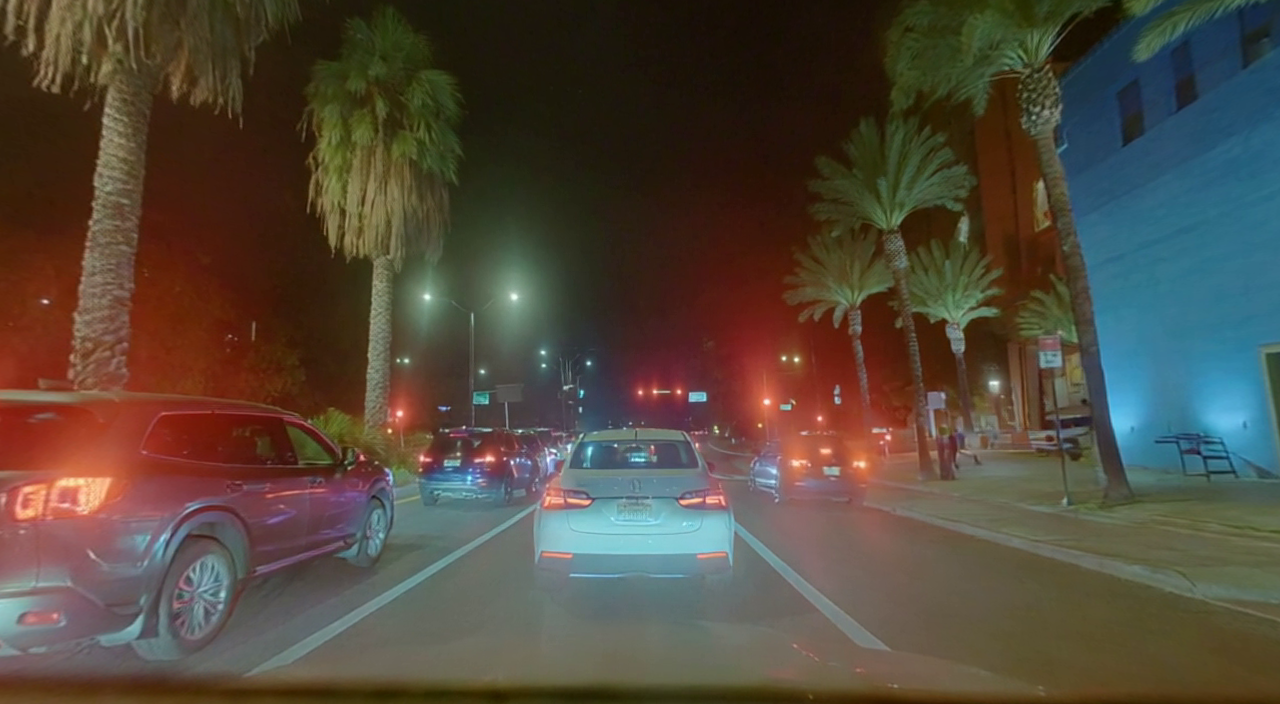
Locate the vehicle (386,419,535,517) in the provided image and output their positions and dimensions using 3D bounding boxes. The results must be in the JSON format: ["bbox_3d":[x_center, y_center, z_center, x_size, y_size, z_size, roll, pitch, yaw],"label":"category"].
[{"bbox_3d":[-3.476,2.325,13.080,1.840,1.684,4.041,0,-8,1],"label":"vehicle"}]

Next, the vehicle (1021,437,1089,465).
[{"bbox_3d":[26.045,6.247,39.705,1.882,1.672,3.957,-1,-9,7],"label":"vehicle"}]

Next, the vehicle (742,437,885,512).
[{"bbox_3d":[3.825,2.786,14.875,1.982,1.480,4.572,0,-8,-1],"label":"vehicle"}]

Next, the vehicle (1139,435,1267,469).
[{"bbox_3d":[25.464,4.533,28.644,3.914,1.427,1.779,-2,-8,5],"label":"vehicle"}]

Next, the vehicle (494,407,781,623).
[{"bbox_3d":[-0.046,1.521,6.866,2.114,1.585,4.285,0,-8,-1],"label":"vehicle"}]

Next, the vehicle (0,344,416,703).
[{"bbox_3d":[-3.536,1.144,5.019,1.914,1.741,4.398,0,-8,-1],"label":"vehicle"}]
